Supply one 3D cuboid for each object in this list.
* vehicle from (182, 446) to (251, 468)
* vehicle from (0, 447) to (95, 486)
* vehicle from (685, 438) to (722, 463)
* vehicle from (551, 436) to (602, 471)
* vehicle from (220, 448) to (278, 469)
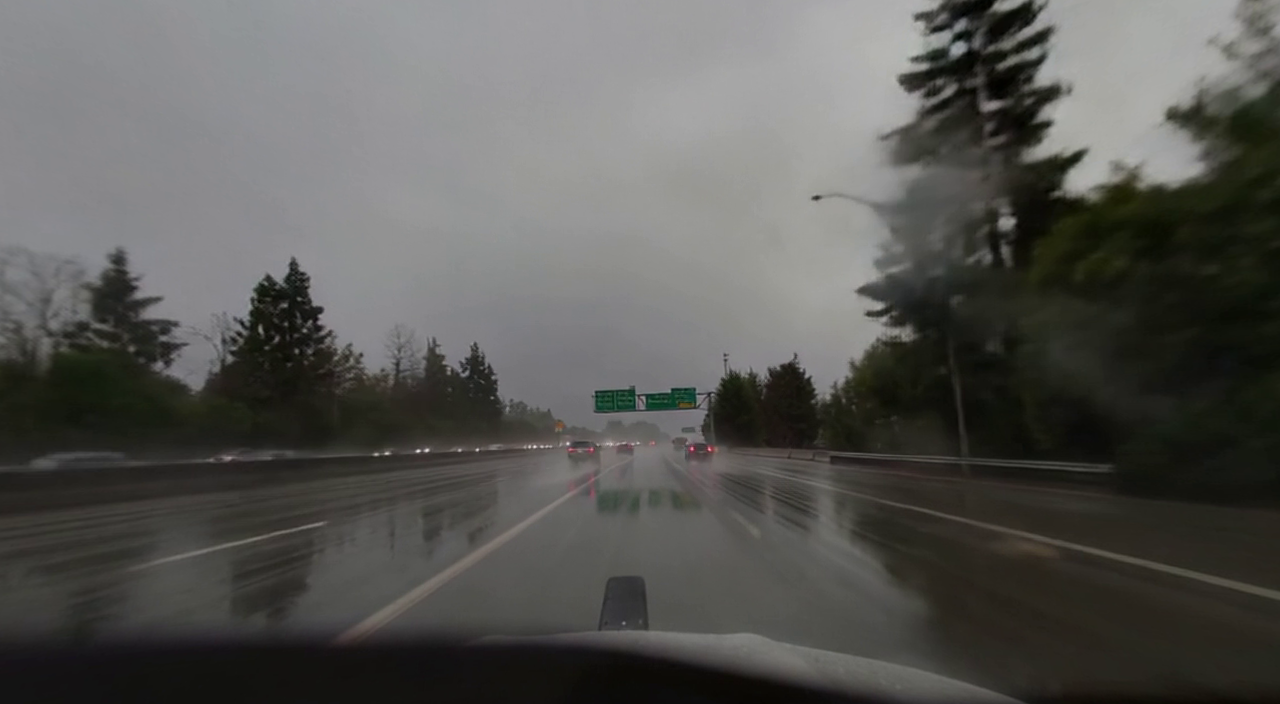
[{"bbox_3d":[-31.513,7.803,47.100,1.924,1.507,4.635,0,-8,1],"label":"vehicle"},{"bbox_3d":[-24.641,4.545,25.397,1.758,1.424,3.903,0,-8,1],"label":"vehicle"},{"bbox_3d":[4.648,7.250,46.551,2.229,1.704,4.392,0,-8,0],"label":"vehicle"},{"bbox_3d":[-3.354,5.467,34.257,2.196,1.733,4.355,0,-8,2],"label":"vehicle"},{"bbox_3d":[-27.665,7.515,44.728,1.710,1.405,3.610,0,-8,2],"label":"vehicle"}]
